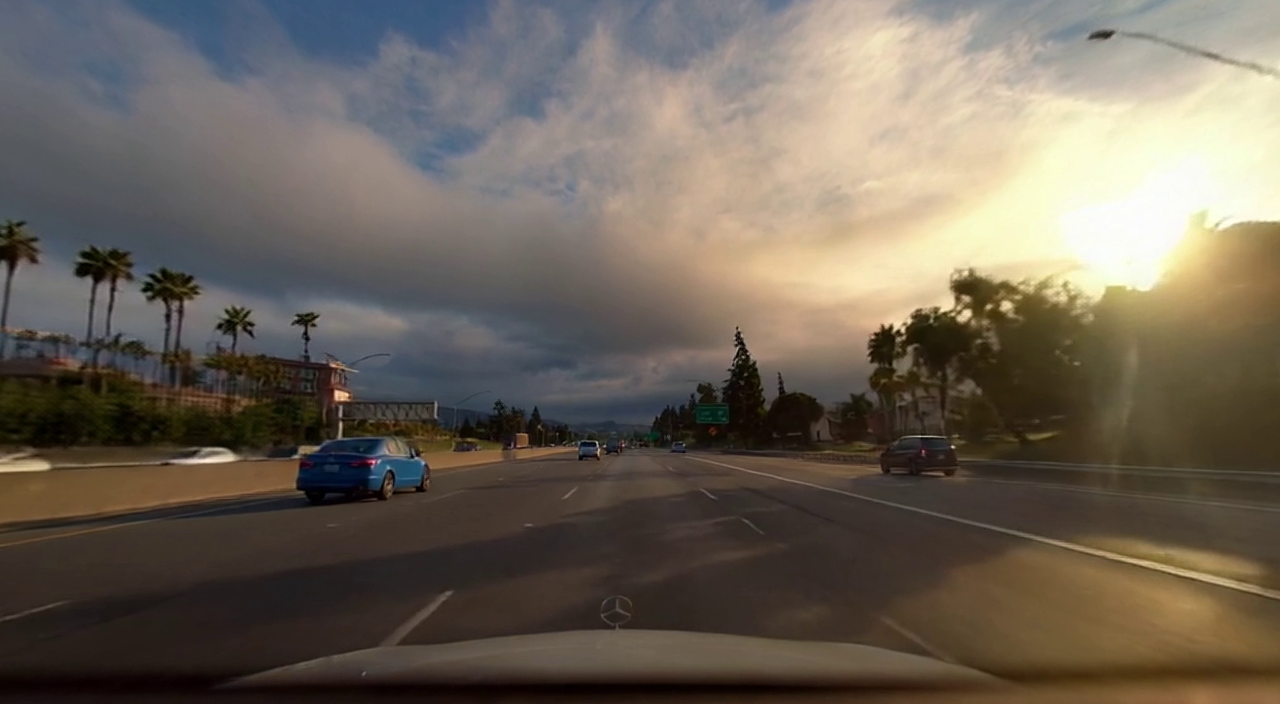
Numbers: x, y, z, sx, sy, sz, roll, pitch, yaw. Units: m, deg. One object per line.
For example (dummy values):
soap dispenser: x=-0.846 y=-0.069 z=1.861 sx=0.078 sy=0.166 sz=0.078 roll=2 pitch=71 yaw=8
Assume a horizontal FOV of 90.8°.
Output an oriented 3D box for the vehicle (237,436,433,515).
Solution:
vehicle: x=-6.659 y=2.752 z=14.609 sx=2.018 sy=1.480 sz=4.999 roll=0 pitch=-9 yaw=0

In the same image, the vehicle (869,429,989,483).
vehicle: x=10.586 y=3.851 z=23.589 sx=2.168 sy=1.792 sz=4.457 roll=0 pitch=-9 yaw=-3

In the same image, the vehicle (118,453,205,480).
vehicle: x=-27.988 y=6.691 z=37.124 sx=1.778 sy=1.432 sz=4.199 roll=0 pitch=-9 yaw=0
